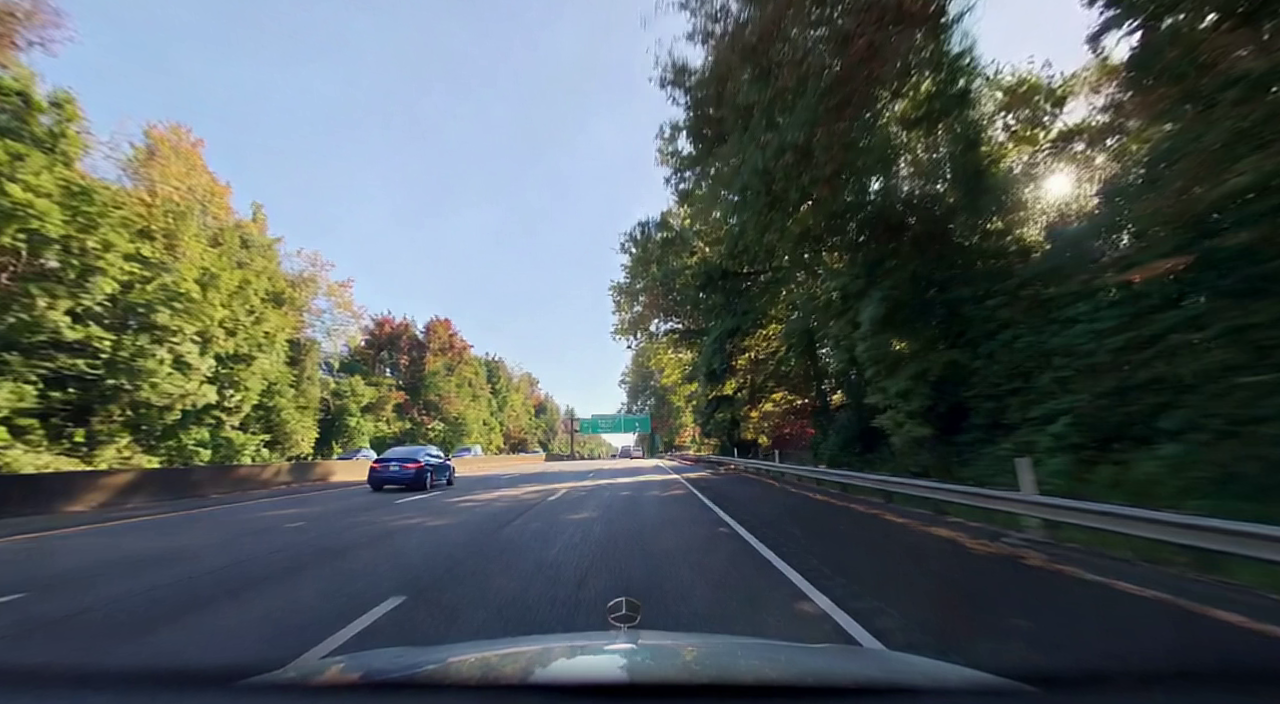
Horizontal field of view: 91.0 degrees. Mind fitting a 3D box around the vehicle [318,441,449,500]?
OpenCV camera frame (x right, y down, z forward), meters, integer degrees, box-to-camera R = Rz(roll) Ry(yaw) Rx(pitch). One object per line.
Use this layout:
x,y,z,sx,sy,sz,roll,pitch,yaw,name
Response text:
-7.687,3.574,19.509,2.094,1.579,4.655,0,-9,0,vehicle
